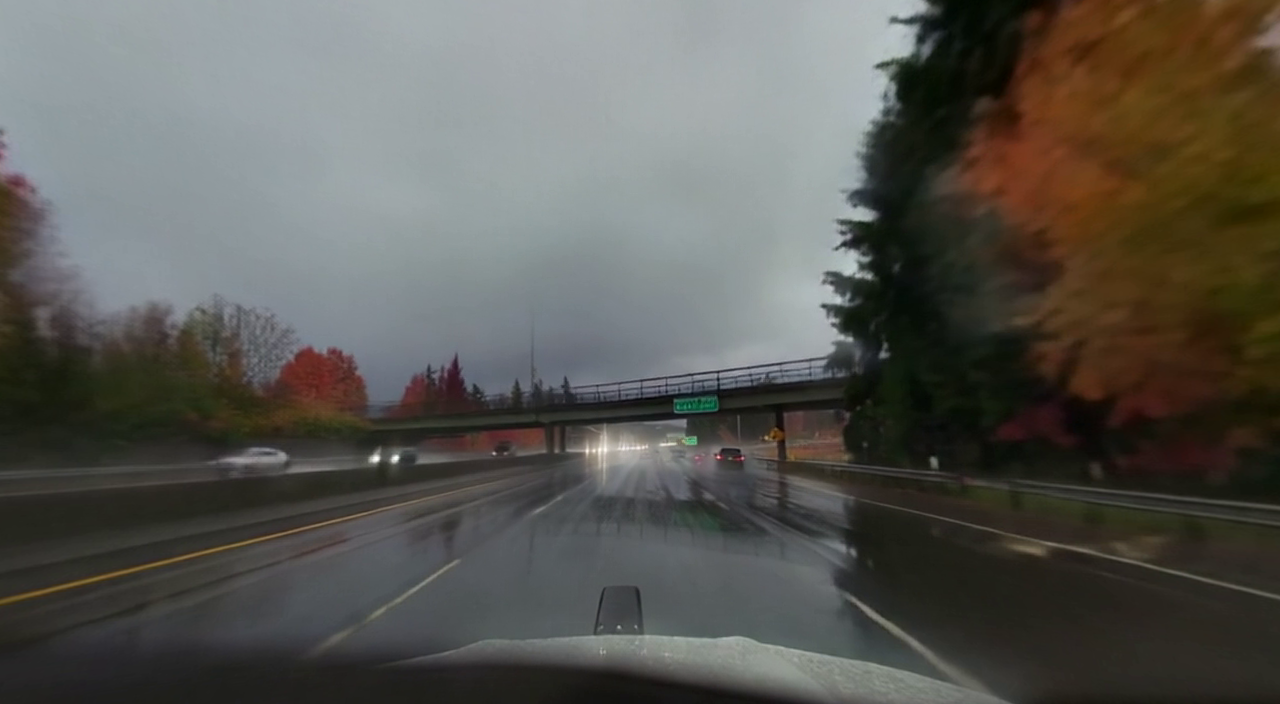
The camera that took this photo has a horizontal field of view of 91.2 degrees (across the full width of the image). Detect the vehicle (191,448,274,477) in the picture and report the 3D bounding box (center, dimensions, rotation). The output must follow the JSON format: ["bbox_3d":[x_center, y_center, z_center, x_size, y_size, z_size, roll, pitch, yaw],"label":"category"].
[{"bbox_3d":[-23.932,6.478,36.993,1.913,1.623,4.082,-1,-9,5],"label":"vehicle"}]

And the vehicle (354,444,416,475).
[{"bbox_3d":[-16.293,6.903,40.325,2.014,1.839,4.356,-1,-9,2],"label":"vehicle"}]
